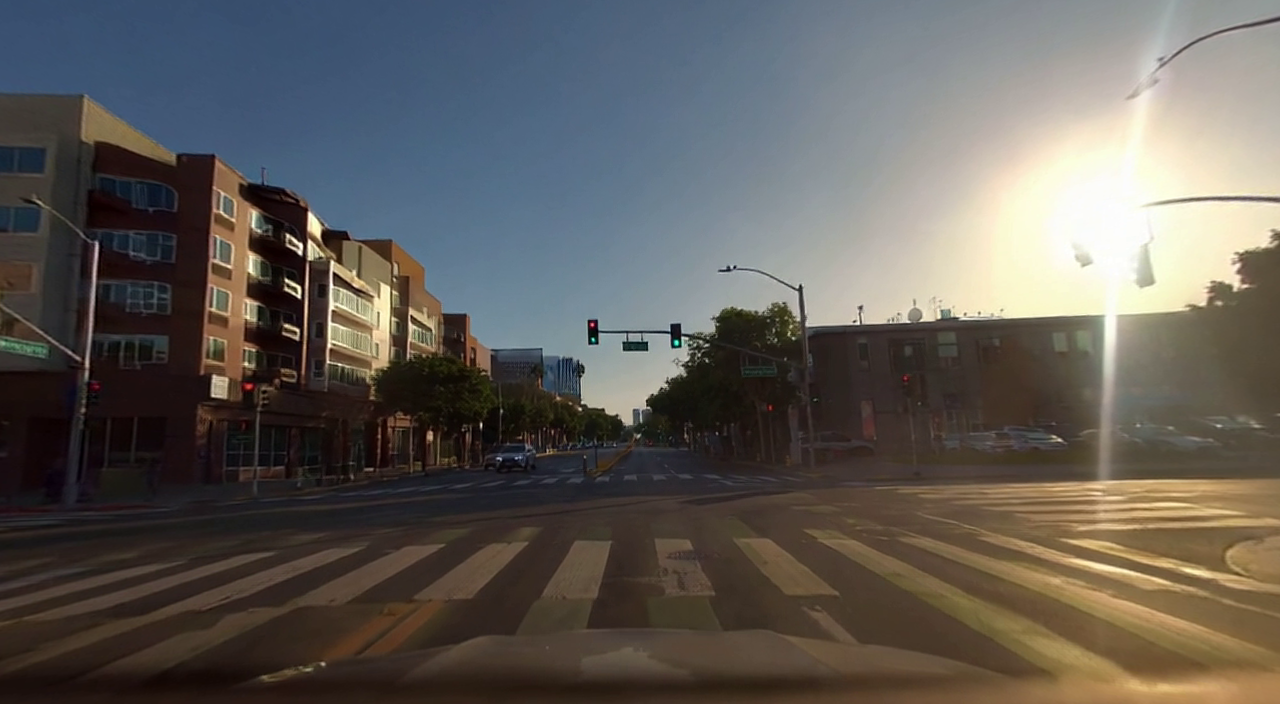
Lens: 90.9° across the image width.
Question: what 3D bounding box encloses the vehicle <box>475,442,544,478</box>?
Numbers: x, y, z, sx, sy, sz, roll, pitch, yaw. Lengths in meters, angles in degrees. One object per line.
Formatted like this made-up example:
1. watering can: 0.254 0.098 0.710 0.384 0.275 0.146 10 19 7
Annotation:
1. vehicle: -5.816 4.879 28.732 2.127 1.473 4.428 0 -8 1
